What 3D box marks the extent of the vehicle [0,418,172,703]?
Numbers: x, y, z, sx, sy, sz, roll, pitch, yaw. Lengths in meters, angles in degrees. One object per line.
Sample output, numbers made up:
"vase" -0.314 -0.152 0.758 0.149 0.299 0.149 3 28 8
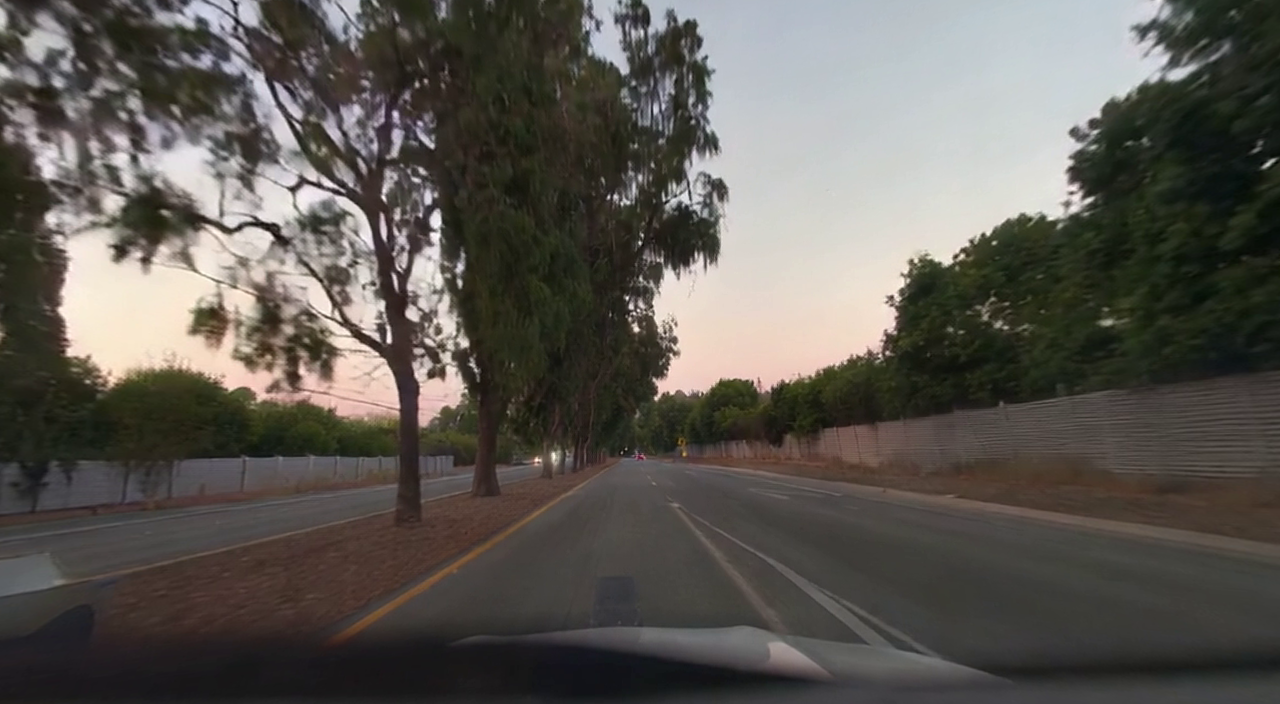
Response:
"vehicle" -4.059 0.864 1.599 2.120 1.488 4.766 0 -8 -1
